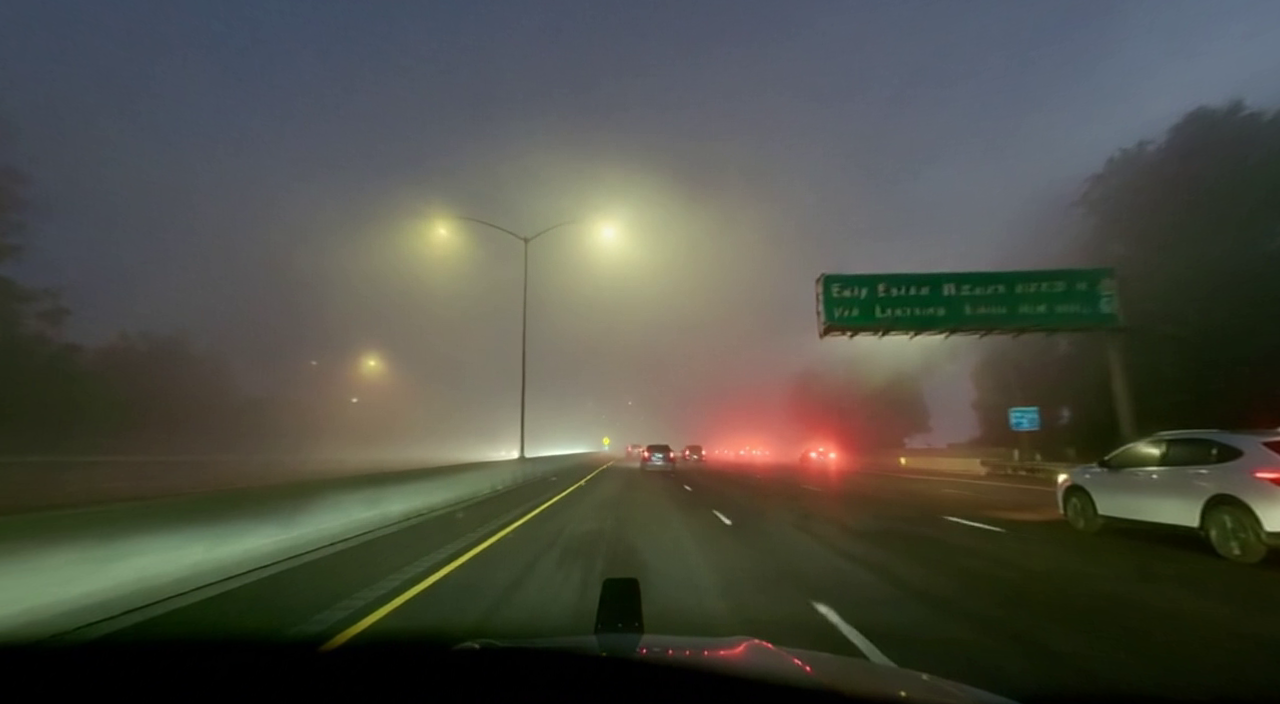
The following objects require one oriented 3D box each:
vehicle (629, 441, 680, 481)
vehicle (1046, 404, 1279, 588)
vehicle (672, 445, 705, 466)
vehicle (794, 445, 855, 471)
[{"bbox_3d":[0.516,4.604,27.096,1.864,1.566,4.446,0,-8,-3],"label":"vehicle"},{"bbox_3d":[6.918,1.479,6.811,2.027,1.679,4.543,0,-9,0],"label":"vehicle"},{"bbox_3d":[3.433,7.439,45.434,1.993,1.427,4.204,0,-9,-1],"label":"vehicle"},{"bbox_3d":[10.894,6.297,37.751,2.087,1.442,4.834,0,-8,-1],"label":"vehicle"}]
